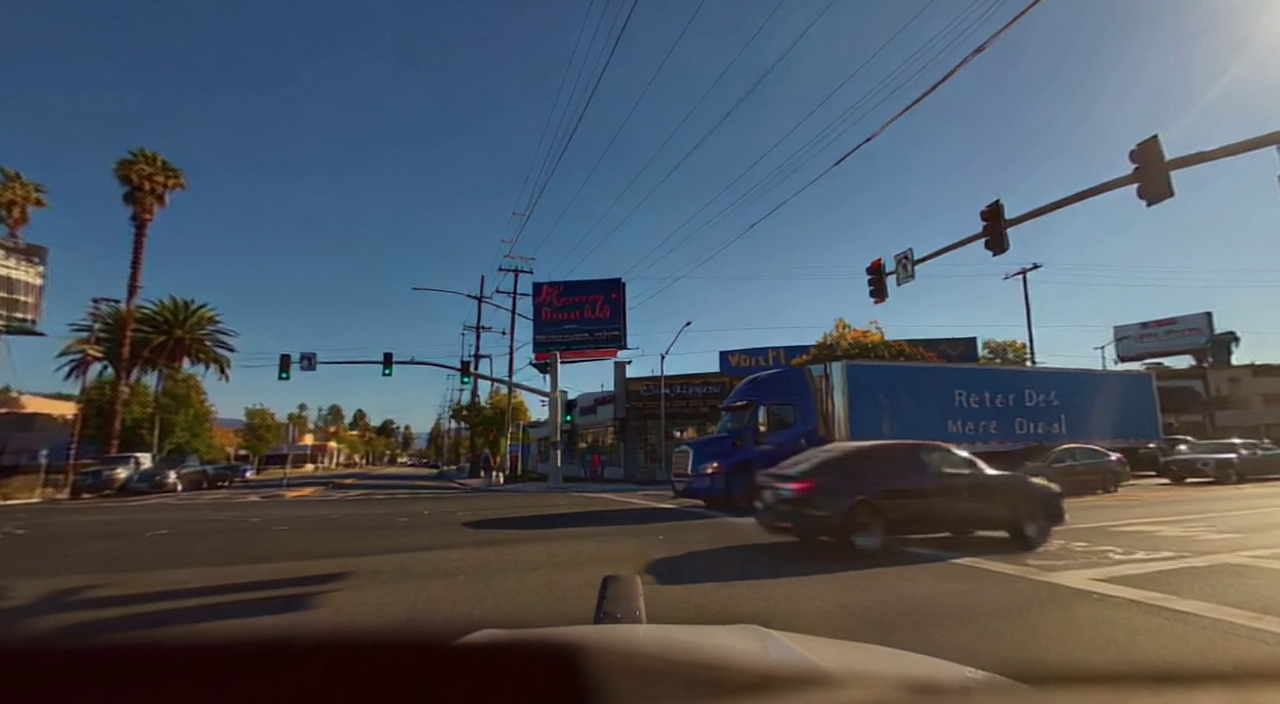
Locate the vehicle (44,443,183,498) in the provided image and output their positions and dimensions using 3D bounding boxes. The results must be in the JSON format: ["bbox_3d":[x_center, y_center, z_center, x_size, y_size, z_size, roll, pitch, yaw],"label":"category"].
[{"bbox_3d":[-27.747,6.213,33.775,2.989,2.573,6.053,1,-9,-11],"label":"vehicle"}]

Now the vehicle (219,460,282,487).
[{"bbox_3d":[-25.310,7.860,41.322,1.834,1.521,4.970,1,-9,-12],"label":"vehicle"}]

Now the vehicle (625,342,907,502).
[{"bbox_3d":[3.873,2.251,20.008,8.167,4.352,3.029,2,-9,-18],"label":"vehicle"}]

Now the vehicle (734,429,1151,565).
[{"bbox_3d":[4.109,1.856,8.811,5.114,1.492,2.040,2,-9,-17],"label":"vehicle"}]

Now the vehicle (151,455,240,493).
[{"bbox_3d":[-23.239,6.370,33.331,2.028,1.744,4.876,1,-9,-12],"label":"vehicle"}]
